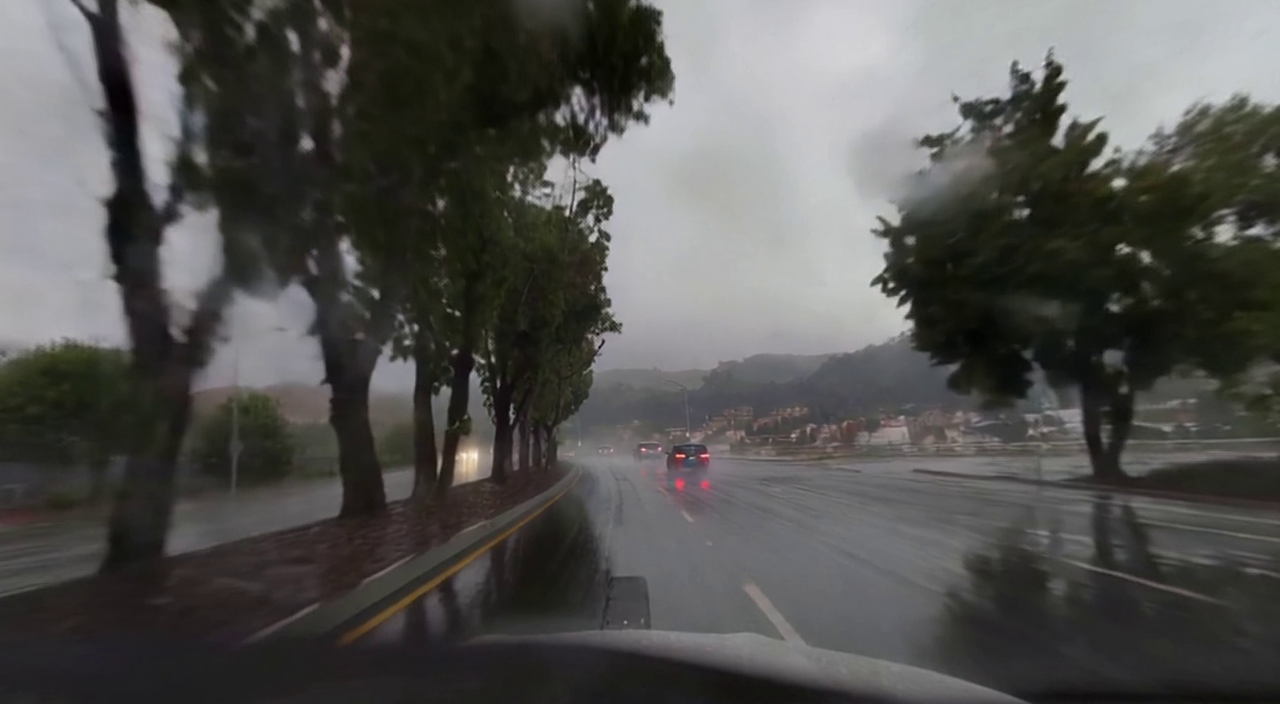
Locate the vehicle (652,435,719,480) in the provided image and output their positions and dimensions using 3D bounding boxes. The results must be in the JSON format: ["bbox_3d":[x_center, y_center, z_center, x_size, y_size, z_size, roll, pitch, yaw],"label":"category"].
[{"bbox_3d":[1.849,4.509,27.194,2.253,1.756,4.313,0,-8,-4],"label":"vehicle"}]
